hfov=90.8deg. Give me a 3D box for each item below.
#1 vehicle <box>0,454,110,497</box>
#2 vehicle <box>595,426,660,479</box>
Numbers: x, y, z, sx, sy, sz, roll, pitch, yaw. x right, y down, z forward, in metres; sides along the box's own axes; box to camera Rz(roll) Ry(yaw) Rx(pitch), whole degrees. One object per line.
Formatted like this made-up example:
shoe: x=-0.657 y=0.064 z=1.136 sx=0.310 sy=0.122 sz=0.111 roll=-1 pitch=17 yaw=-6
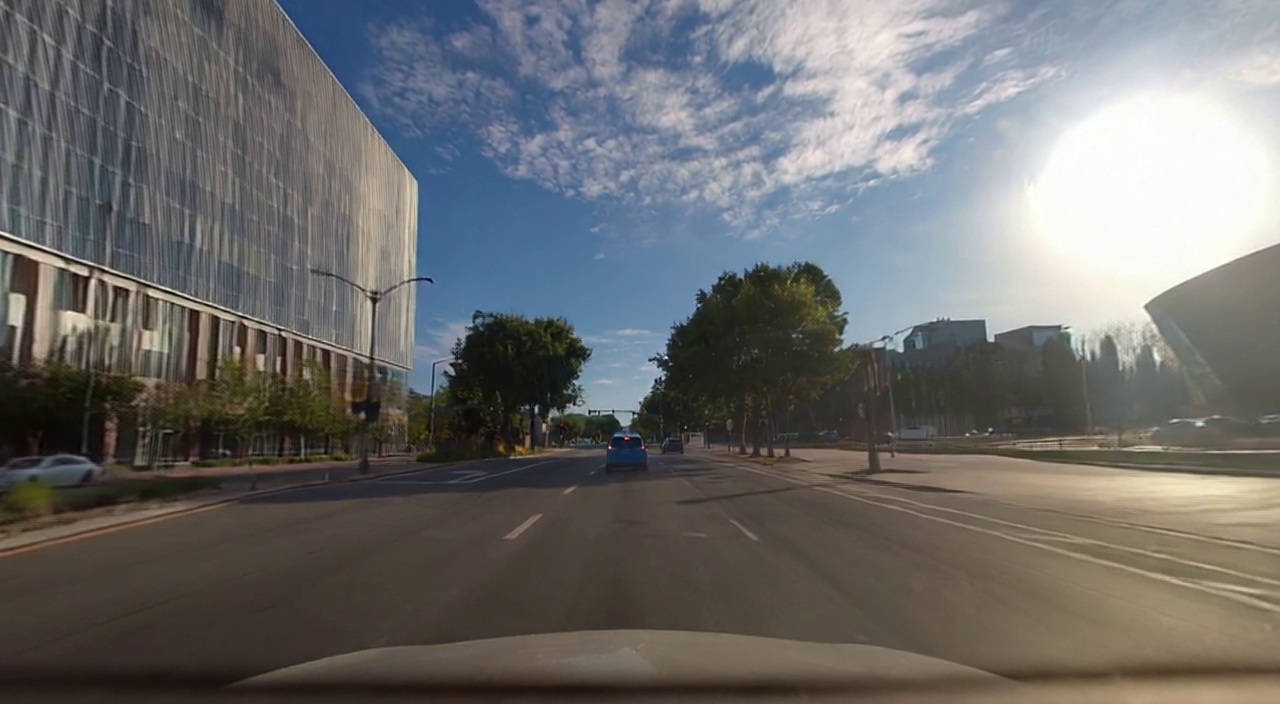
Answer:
vehicle: x=-23.589 y=4.788 z=24.811 sx=1.867 sy=1.469 sz=4.243 roll=0 pitch=-8 yaw=0
vehicle: x=-0.471 y=3.889 z=24.563 sx=2.313 sy=1.860 sz=4.319 roll=0 pitch=-8 yaw=-1
